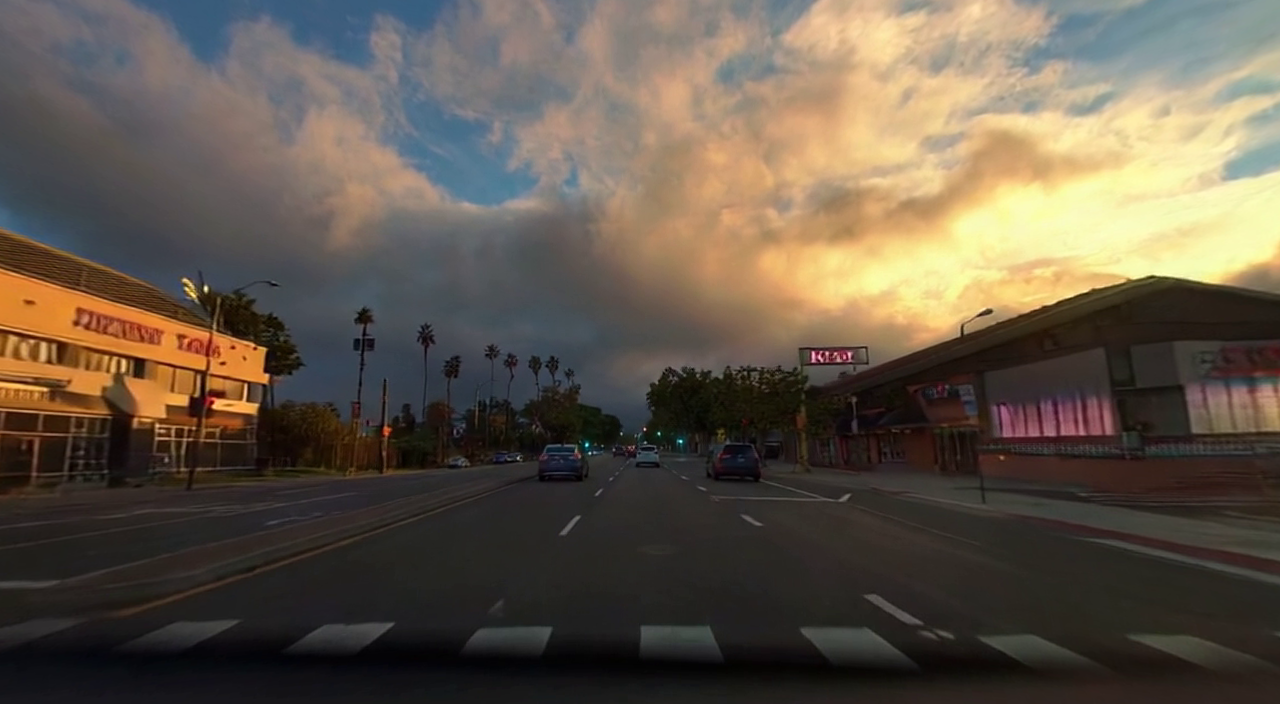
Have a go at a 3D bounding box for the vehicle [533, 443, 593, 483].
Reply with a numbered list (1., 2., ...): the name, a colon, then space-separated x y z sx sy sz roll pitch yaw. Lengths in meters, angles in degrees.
1. vehicle: -3.037 4.468 25.660 1.860 1.510 4.073 0 -9 1

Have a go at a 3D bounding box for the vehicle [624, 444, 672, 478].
1. vehicle: 0.323 5.097 29.686 2.103 1.468 4.094 0 -9 -1

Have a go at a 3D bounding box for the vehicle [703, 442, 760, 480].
1. vehicle: 4.154 5.019 29.342 1.987 1.637 3.896 0 -9 -1
